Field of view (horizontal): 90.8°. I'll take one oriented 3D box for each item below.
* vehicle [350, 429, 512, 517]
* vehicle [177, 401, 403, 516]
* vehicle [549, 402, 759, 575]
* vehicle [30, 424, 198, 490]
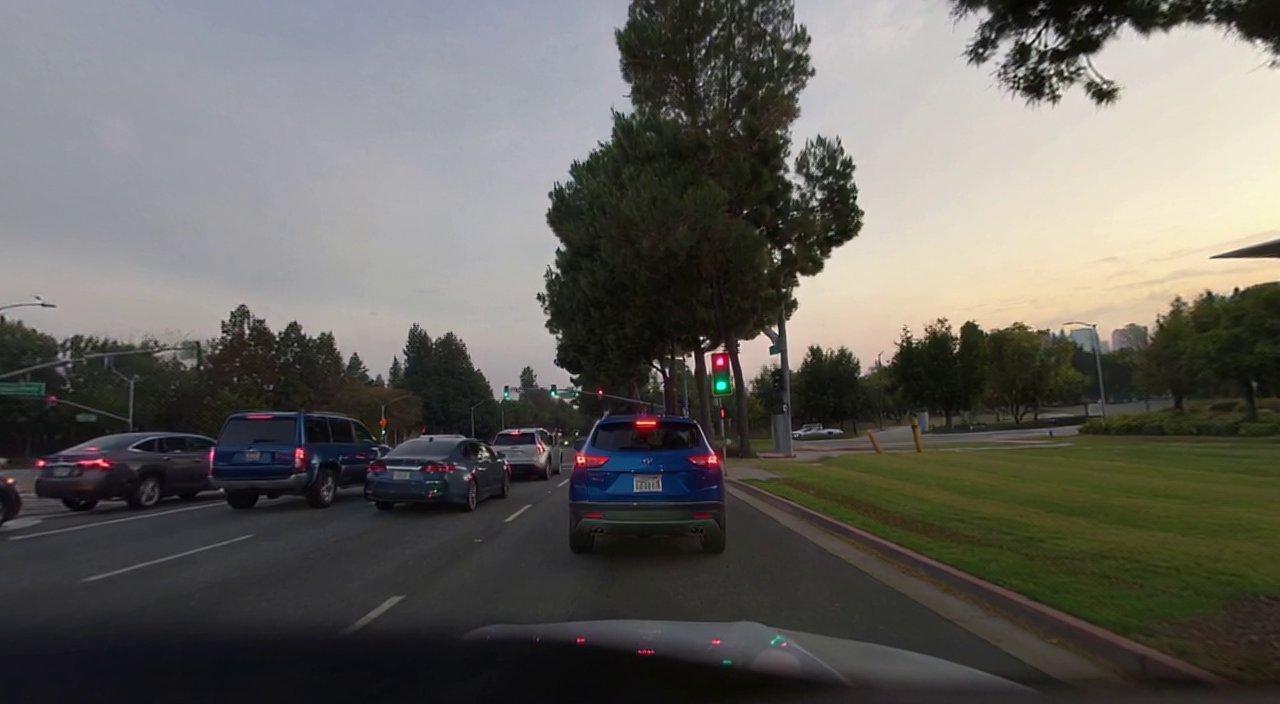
[{"bbox_3d":[-4.088,2.441,13.215,1.942,1.523,4.212,0,-9,0],"label":"vehicle"},{"bbox_3d":[-7.403,2.334,14.246,2.195,2.093,5.185,0,-9,-1],"label":"vehicle"},{"bbox_3d":[0.106,1.663,8.407,2.055,1.681,4.270,0,-9,-1],"label":"vehicle"},{"bbox_3d":[-17.682,3.551,21.599,2.136,1.976,4.342,0,-9,-4],"label":"vehicle"}]
